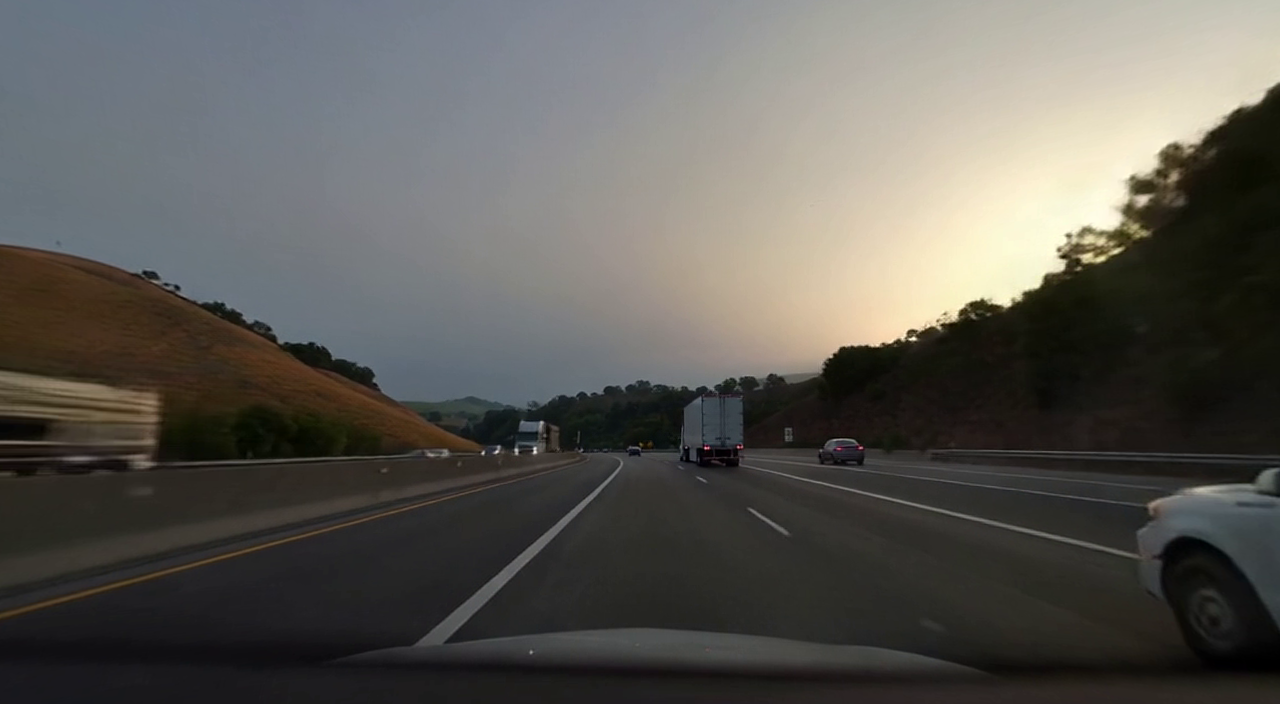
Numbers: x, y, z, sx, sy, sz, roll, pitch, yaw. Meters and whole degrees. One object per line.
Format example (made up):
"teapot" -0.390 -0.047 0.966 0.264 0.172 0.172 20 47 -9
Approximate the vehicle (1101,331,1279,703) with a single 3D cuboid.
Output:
"vehicle" 3.768 0.612 1.533 2.055 1.737 4.224 0 -9 0

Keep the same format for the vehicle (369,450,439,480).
"vehicle" -12.643 6.044 34.043 1.984 1.501 4.706 0 -9 0

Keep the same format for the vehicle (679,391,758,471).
"vehicle" 4.217 4.715 36.756 3.049 3.968 10.706 0 -9 -1

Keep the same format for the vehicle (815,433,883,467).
"vehicle" 11.526 5.471 35.112 2.046 1.741 4.769 0 -9 -1

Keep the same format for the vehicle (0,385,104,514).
"vehicle" -16.409 2.082 13.423 2.747 2.984 8.051 0 -9 0
